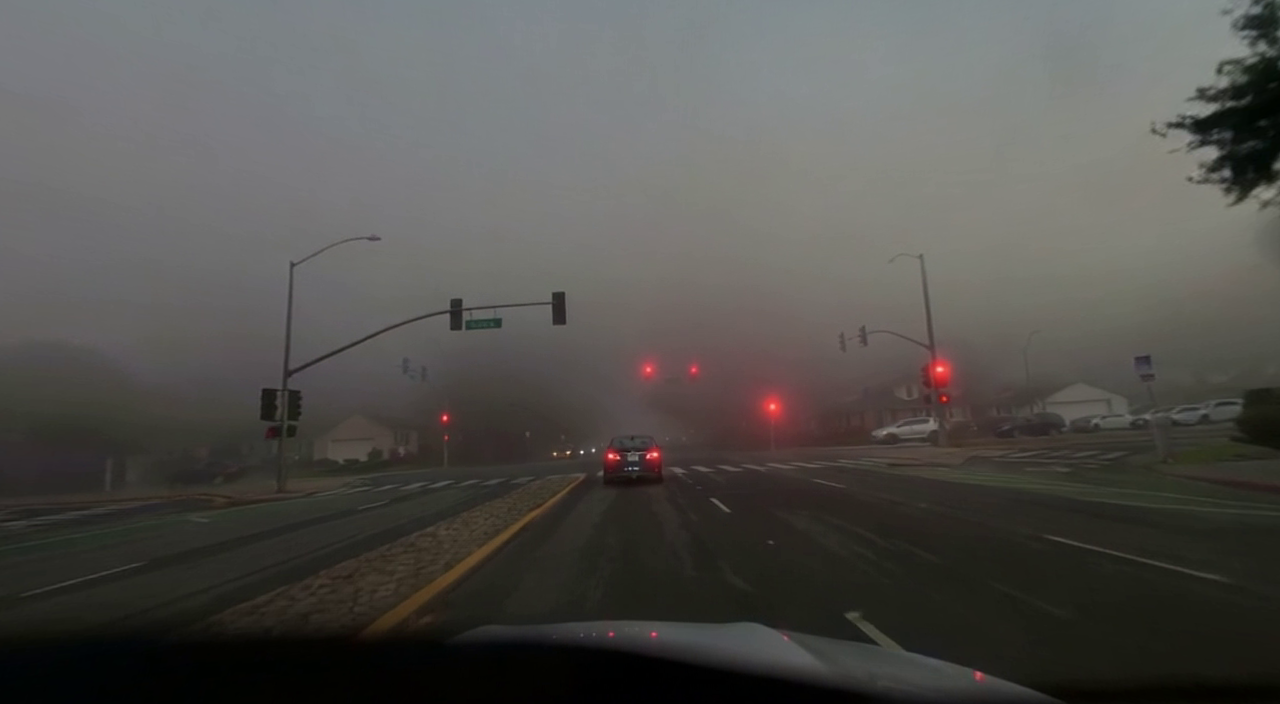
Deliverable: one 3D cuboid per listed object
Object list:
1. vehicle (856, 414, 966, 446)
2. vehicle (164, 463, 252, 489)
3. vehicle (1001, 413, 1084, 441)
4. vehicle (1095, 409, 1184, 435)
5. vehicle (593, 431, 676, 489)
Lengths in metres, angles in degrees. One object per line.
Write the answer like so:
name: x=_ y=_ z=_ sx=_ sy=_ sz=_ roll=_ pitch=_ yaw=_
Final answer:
vehicle: x=17.931 y=5.200 z=42.104 sx=6.025 sy=2.000 sz=2.876 roll=1 pitch=-7 yaw=-2
vehicle: x=-32.660 y=9.399 z=47.901 sx=5.009 sy=1.739 sz=2.092 roll=1 pitch=-8 yaw=-11
vehicle: x=28.648 y=5.361 z=45.069 sx=4.557 sy=1.899 sz=1.996 roll=1 pitch=-8 yaw=-5
vehicle: x=35.911 y=5.066 z=45.470 sx=4.735 sy=1.784 sz=2.094 roll=1 pitch=-7 yaw=-3
vehicle: x=-0.058 y=3.277 z=19.507 sx=2.074 sy=1.570 sz=3.647 roll=0 pitch=-8 yaw=7
